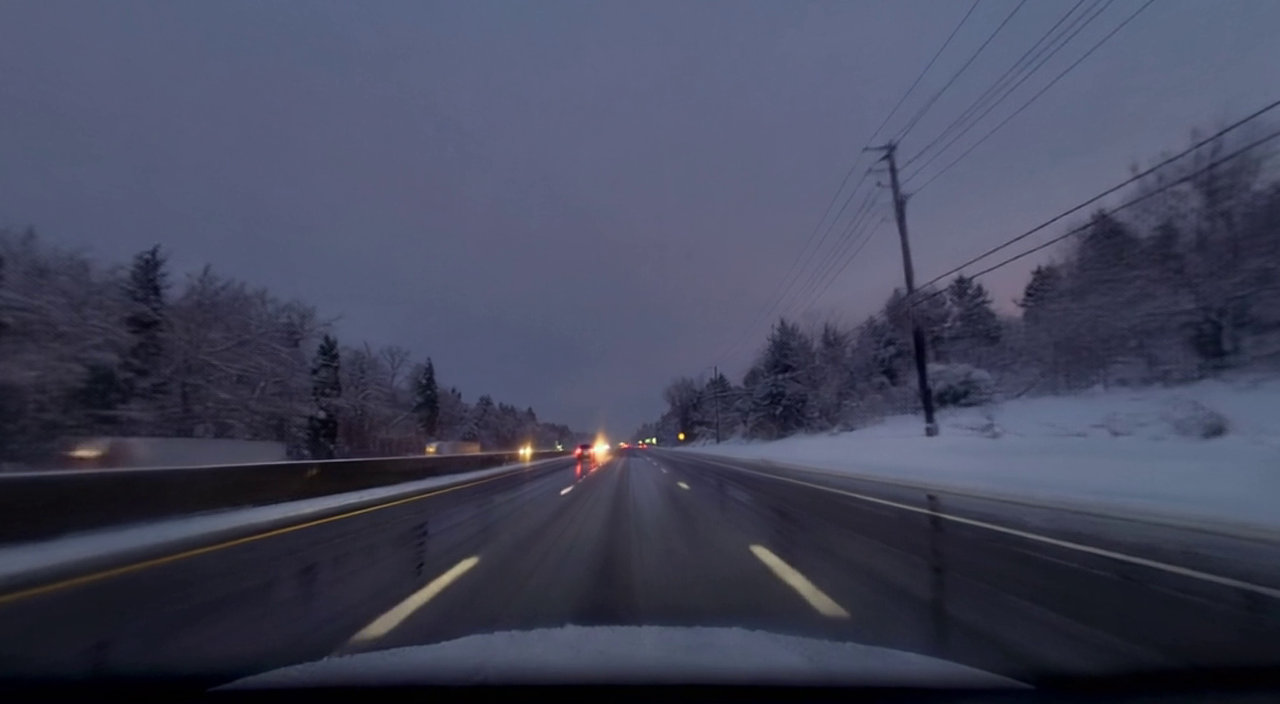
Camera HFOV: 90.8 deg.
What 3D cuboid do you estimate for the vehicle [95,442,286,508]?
[{"bbox_3d":[-33.097,8.988,48.229,2.915,4.119,16.122,0,-8,0],"label":"vehicle"}]

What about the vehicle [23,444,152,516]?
[{"bbox_3d":[-32.945,7.553,37.961,2.984,3.949,4.966,0,-8,0],"label":"vehicle"}]
